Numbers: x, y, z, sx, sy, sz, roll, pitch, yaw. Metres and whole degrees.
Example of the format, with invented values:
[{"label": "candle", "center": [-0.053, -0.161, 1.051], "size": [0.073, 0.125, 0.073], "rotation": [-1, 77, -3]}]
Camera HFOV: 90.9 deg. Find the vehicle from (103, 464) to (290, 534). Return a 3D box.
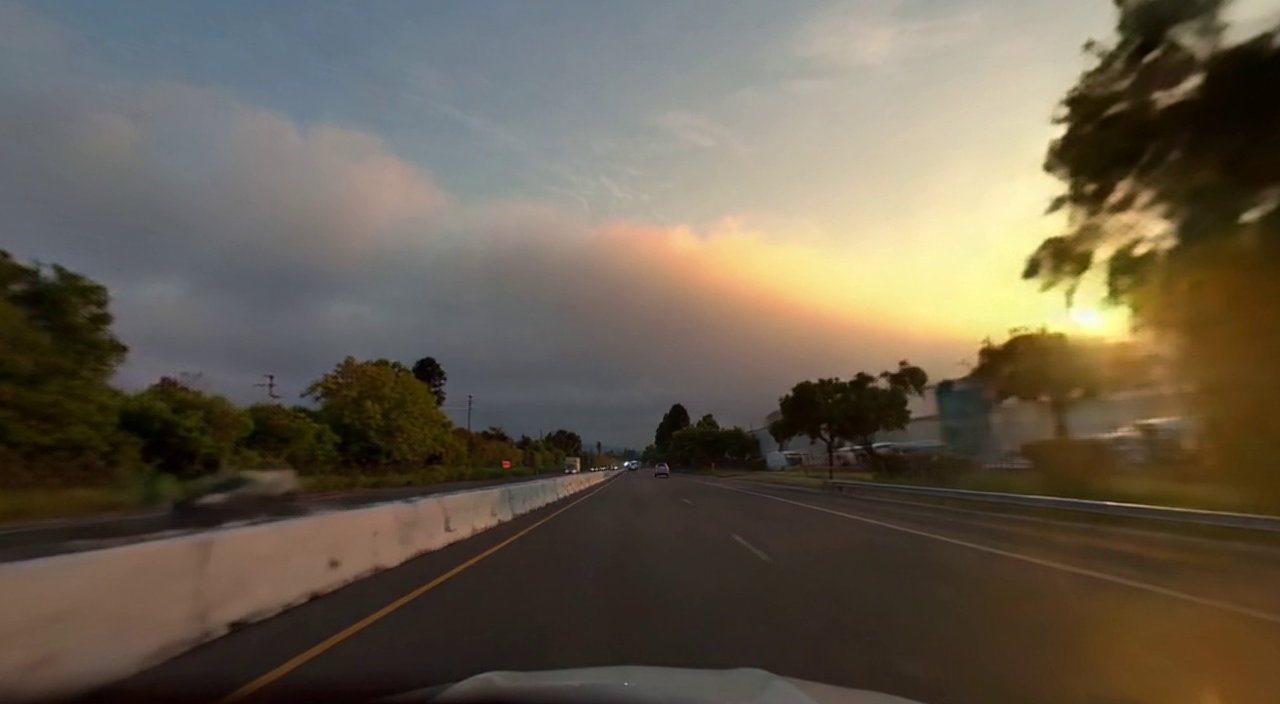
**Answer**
[{"label": "vehicle", "center": [-11.798, 3.914, 17.214], "size": [1.947, 1.628, 4.211], "rotation": [0, -10, 1]}]
